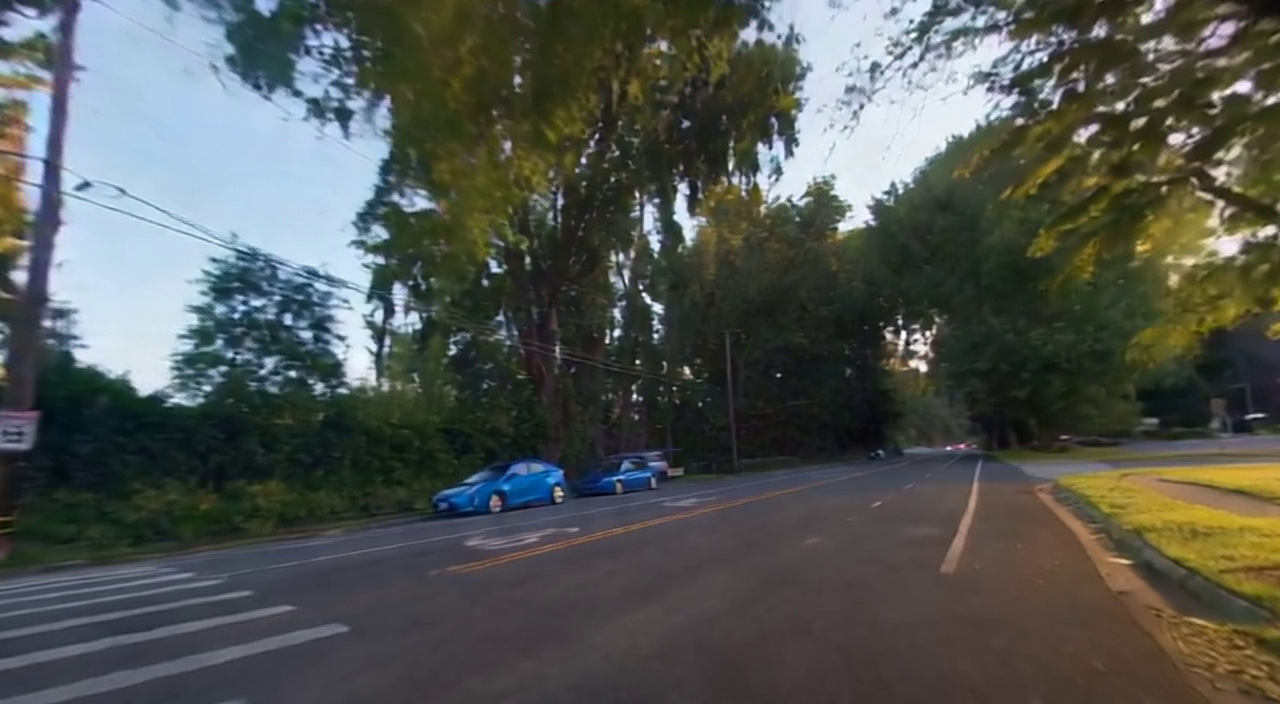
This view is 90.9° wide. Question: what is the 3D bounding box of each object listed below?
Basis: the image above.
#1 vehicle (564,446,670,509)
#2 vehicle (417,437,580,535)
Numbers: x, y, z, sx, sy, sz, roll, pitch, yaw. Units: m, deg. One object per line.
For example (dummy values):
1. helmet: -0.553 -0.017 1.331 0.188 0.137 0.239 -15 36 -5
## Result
1. vehicle: -0.832 5.060 25.807 2.087 1.700 4.467 -9 -4 29
2. vehicle: -4.245 4.089 19.941 2.159 1.959 5.179 -9 -3 24
